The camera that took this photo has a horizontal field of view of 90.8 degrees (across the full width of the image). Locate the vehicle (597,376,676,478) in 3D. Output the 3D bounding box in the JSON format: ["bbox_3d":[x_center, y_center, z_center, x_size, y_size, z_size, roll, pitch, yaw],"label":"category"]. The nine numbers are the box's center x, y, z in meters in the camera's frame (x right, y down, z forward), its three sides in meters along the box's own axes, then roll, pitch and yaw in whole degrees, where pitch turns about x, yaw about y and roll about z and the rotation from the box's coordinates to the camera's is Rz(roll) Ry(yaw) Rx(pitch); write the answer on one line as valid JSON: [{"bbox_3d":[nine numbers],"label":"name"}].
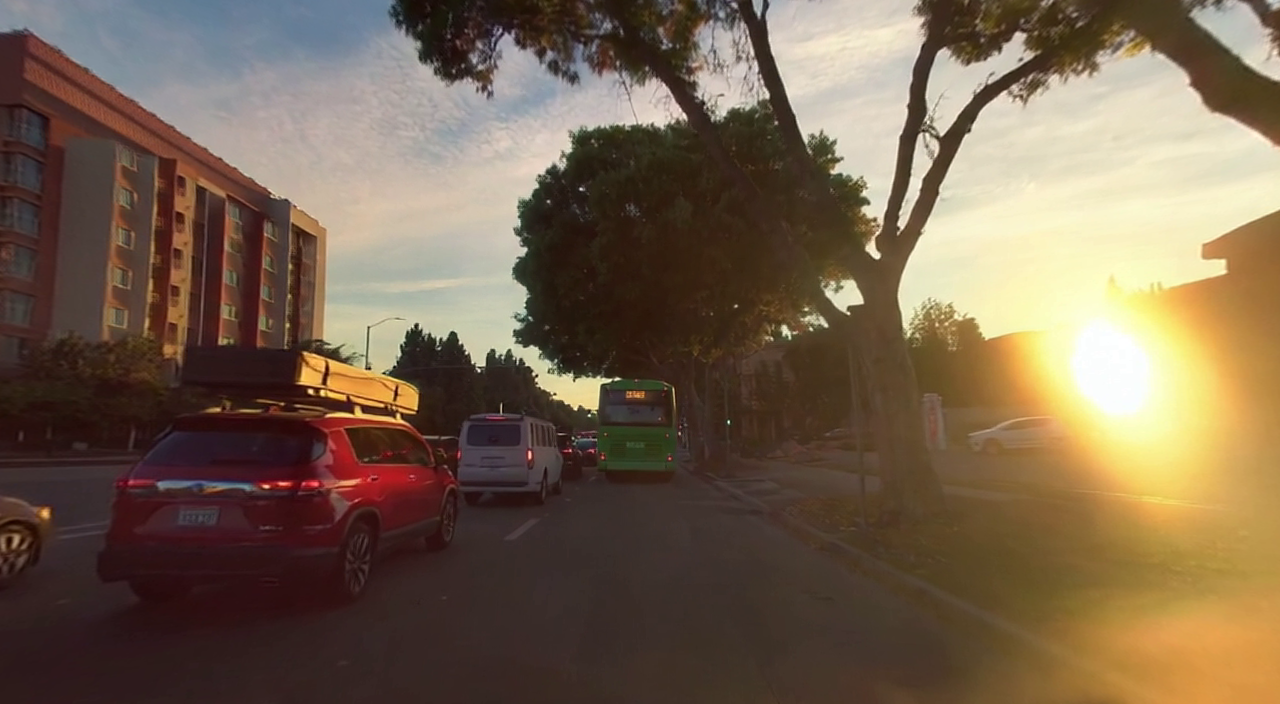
[{"bbox_3d":[-0.125,3.744,30.111,2.970,3.857,12.200,0,-9,0],"label":"vehicle"}]

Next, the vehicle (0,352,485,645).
[{"bbox_3d":[-3.355,1.316,6.667,2.095,1.892,5.043,0,-9,1],"label":"vehicle"}]

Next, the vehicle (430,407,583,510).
[{"bbox_3d":[-3.045,2.652,16.147,2.546,2.125,5.869,0,-9,1],"label":"vehicle"}]
